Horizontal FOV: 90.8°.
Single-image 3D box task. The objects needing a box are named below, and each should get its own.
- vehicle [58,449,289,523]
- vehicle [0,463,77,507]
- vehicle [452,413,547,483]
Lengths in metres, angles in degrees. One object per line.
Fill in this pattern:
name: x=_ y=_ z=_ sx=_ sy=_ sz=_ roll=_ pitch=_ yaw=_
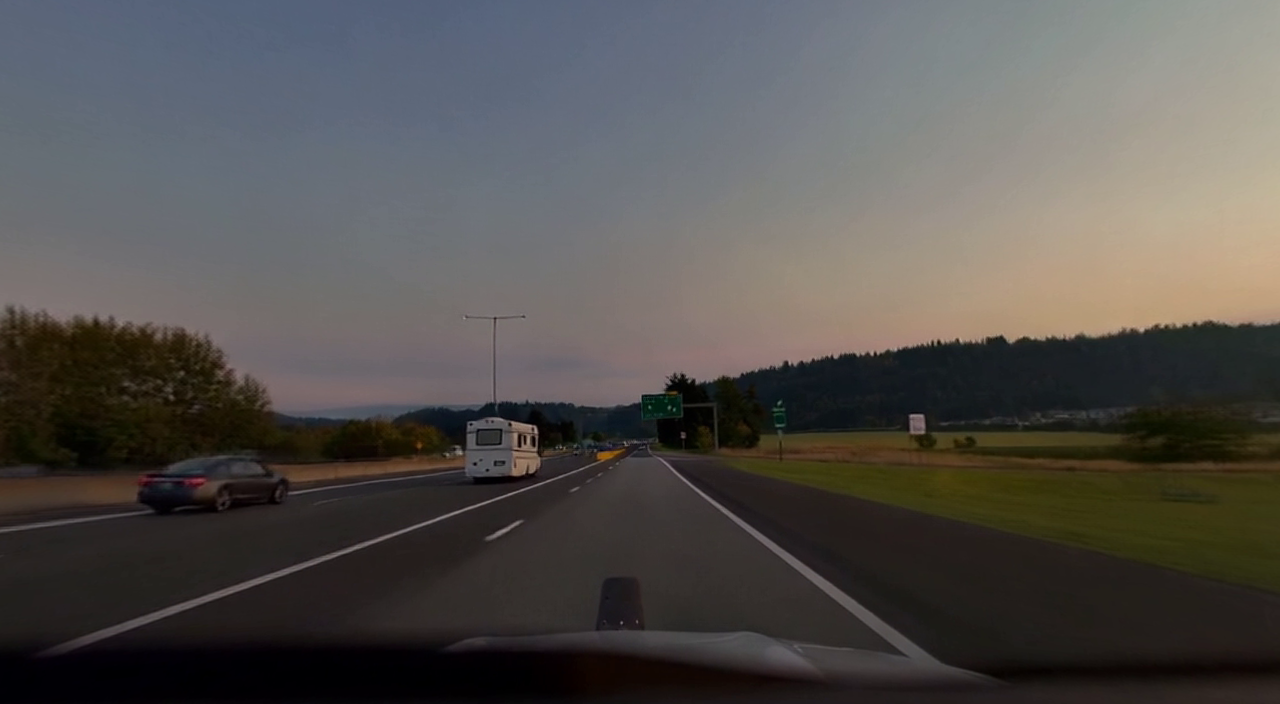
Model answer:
vehicle: x=-10.676 y=3.060 z=15.028 sx=1.922 sy=1.448 sz=4.638 roll=0 pitch=-9 yaw=1
vehicle: x=-22.835 y=4.723 z=22.532 sx=1.749 sy=1.431 sz=3.912 roll=0 pitch=-9 yaw=1
vehicle: x=-6.551 y=4.669 z=30.722 sx=2.747 sy=2.934 sz=7.411 roll=0 pitch=-9 yaw=1
